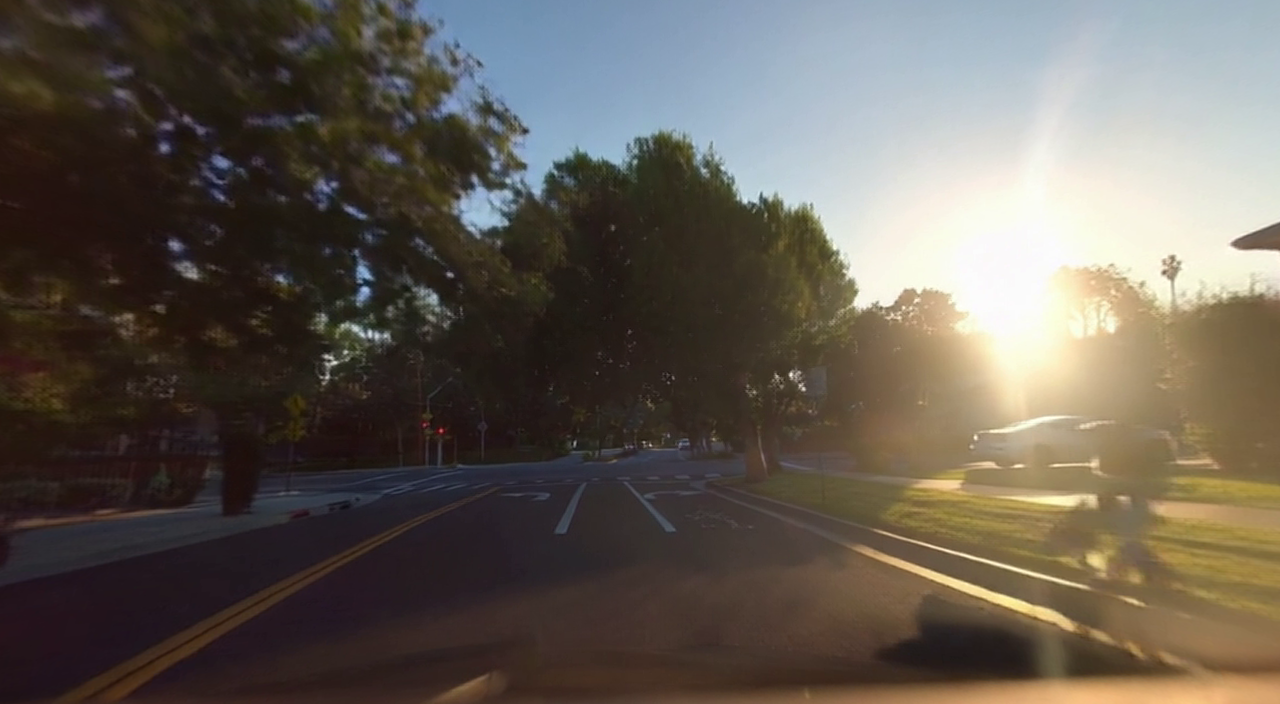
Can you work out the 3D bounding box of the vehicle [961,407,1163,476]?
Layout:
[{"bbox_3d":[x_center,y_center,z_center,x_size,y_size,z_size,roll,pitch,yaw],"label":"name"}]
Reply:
[{"bbox_3d":[12.598,2.731,19.007,4.562,1.850,2.130,1,-9,-2],"label":"vehicle"}]
